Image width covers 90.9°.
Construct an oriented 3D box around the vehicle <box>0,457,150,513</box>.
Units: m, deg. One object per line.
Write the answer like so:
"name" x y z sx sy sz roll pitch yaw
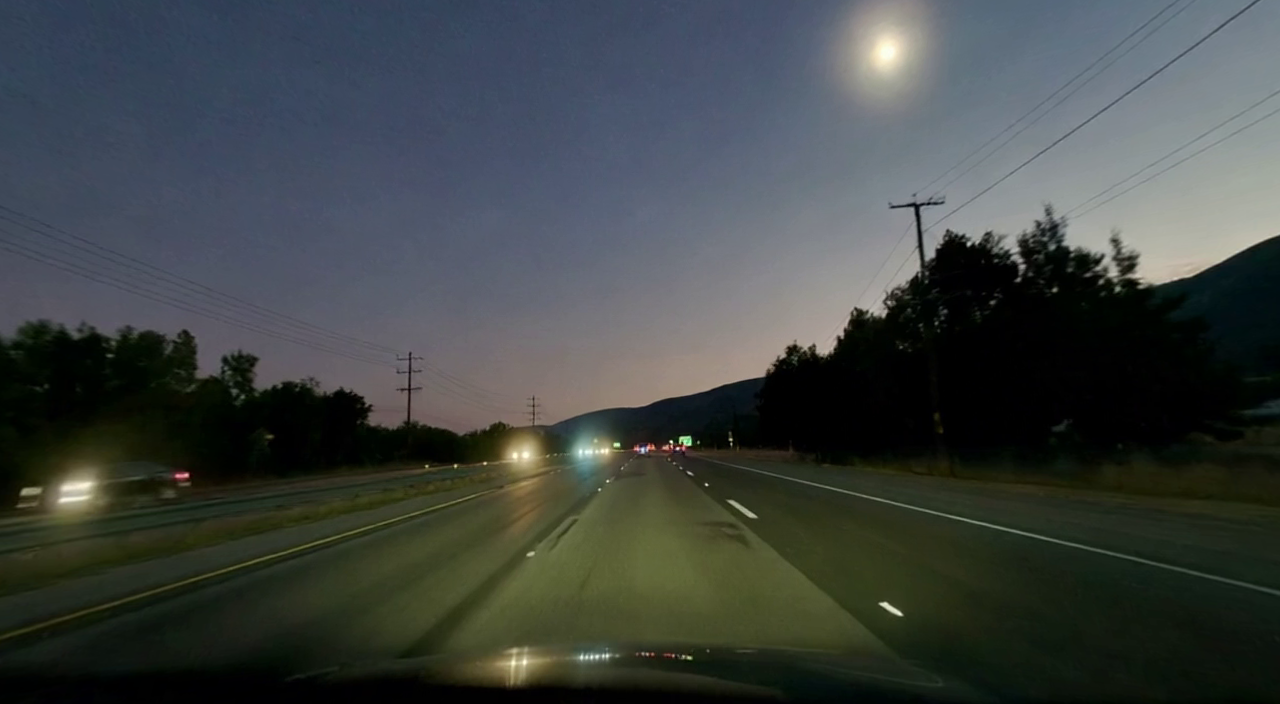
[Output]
"vehicle" -20.334 4.640 22.512 1.944 1.657 4.518 0 -8 1
